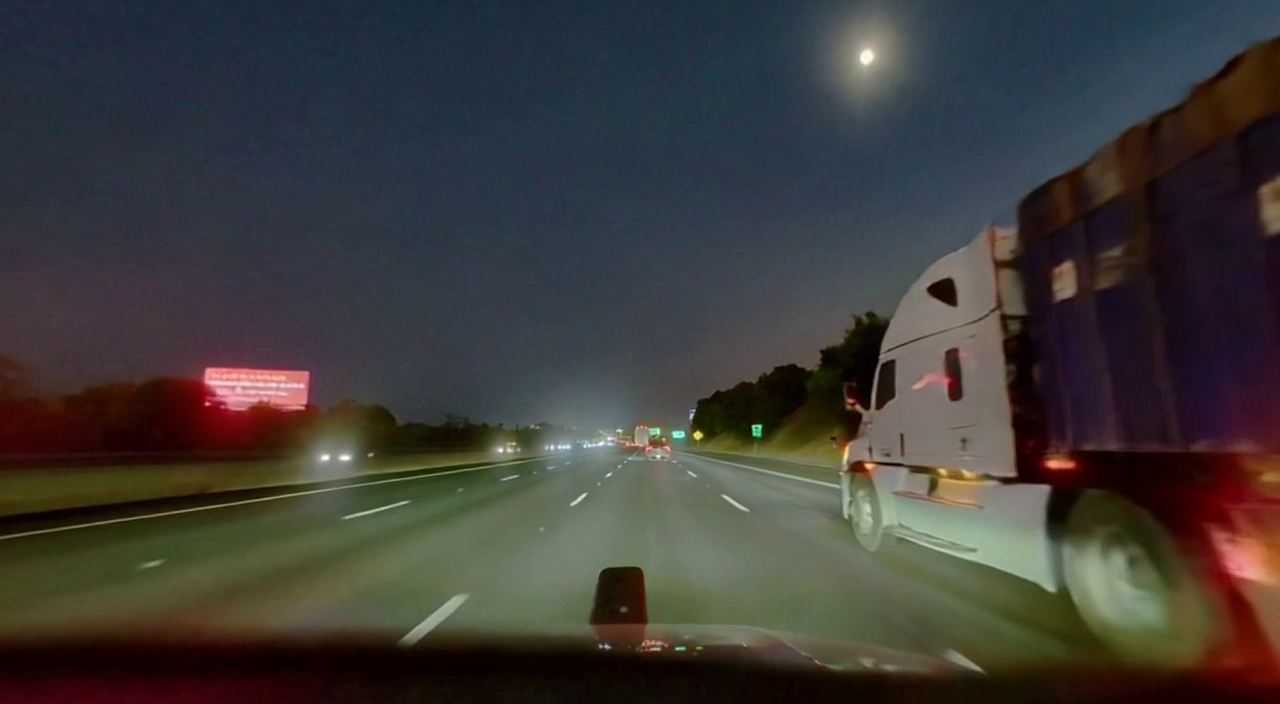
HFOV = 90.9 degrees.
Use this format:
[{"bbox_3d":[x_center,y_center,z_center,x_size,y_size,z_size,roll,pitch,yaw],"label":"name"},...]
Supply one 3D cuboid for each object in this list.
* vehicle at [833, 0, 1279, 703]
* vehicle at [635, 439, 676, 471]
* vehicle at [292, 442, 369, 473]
[{"bbox_3d":[4.069,-0.074,3.848,3.071,3.888,8.330,0,-8,0],"label":"vehicle"},{"bbox_3d":[0.761,5.411,33.373,2.042,1.528,4.300,0,-8,0],"label":"vehicle"},{"bbox_3d":[-17.030,5.795,34.977,1.888,1.562,4.490,0,-8,1],"label":"vehicle"}]
